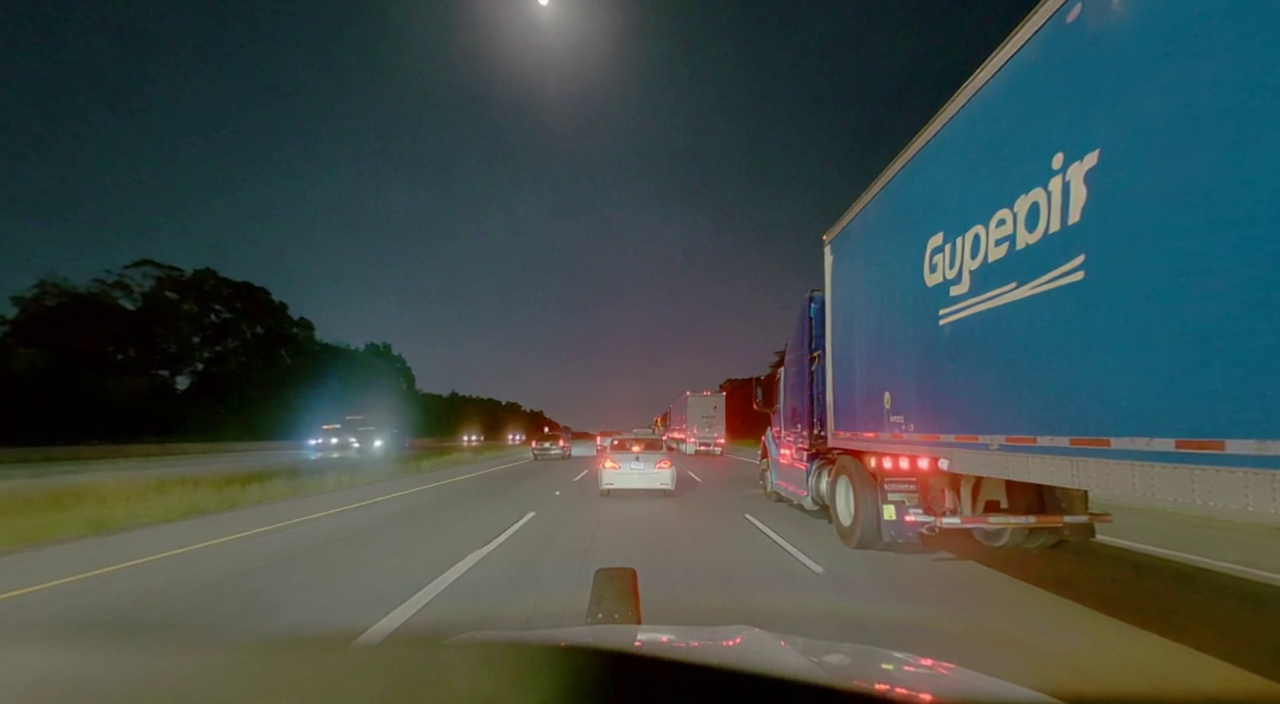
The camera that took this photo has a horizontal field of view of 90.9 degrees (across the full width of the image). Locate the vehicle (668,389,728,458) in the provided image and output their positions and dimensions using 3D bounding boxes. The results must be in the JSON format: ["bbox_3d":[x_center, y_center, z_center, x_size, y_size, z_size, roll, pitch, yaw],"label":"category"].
[{"bbox_3d":[3.704,5.118,44.065,2.869,4.067,13.731,0,-8,0],"label":"vehicle"}]

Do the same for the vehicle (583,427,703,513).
[{"bbox_3d":[0.007,2.228,12.468,2.021,1.435,3.611,0,-8,-2],"label":"vehicle"}]

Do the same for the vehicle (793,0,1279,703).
[{"bbox_3d":[4.112,-0.162,3.729,2.816,4.070,14.136,0,-8,0],"label":"vehicle"}]

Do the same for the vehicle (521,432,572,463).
[{"bbox_3d":[-4.743,4.895,32.561,1.983,1.434,4.451,0,-8,0],"label":"vehicle"}]

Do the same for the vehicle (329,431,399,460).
[{"bbox_3d":[-15.617,5.278,35.904,1.835,1.541,4.415,0,-7,2],"label":"vehicle"}]
